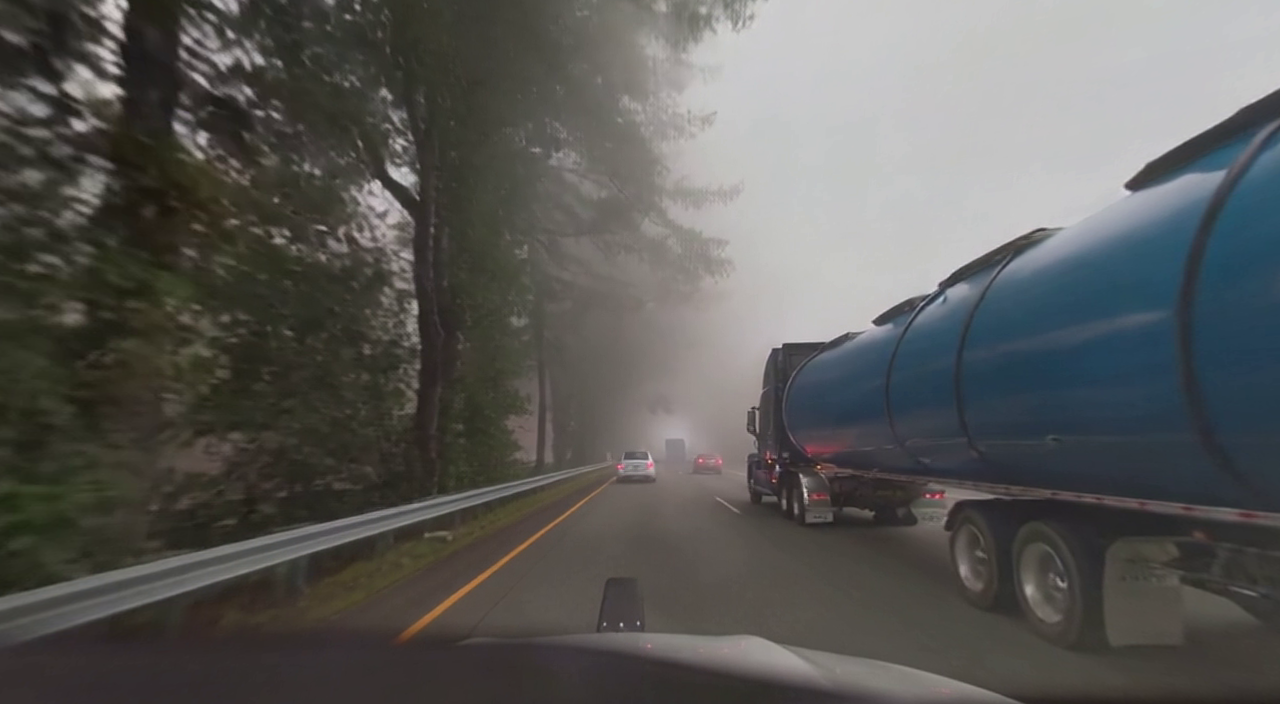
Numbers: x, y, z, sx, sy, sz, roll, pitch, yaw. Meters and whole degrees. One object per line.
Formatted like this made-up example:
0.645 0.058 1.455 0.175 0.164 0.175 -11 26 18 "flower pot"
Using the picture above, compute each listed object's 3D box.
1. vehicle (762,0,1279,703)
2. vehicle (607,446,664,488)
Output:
3.917 0.716 7.263 2.694 3.453 11.641 0 -9 0 "vehicle"
-0.137 4.390 24.394 2.003 1.490 3.636 0 -9 1 "vehicle"
